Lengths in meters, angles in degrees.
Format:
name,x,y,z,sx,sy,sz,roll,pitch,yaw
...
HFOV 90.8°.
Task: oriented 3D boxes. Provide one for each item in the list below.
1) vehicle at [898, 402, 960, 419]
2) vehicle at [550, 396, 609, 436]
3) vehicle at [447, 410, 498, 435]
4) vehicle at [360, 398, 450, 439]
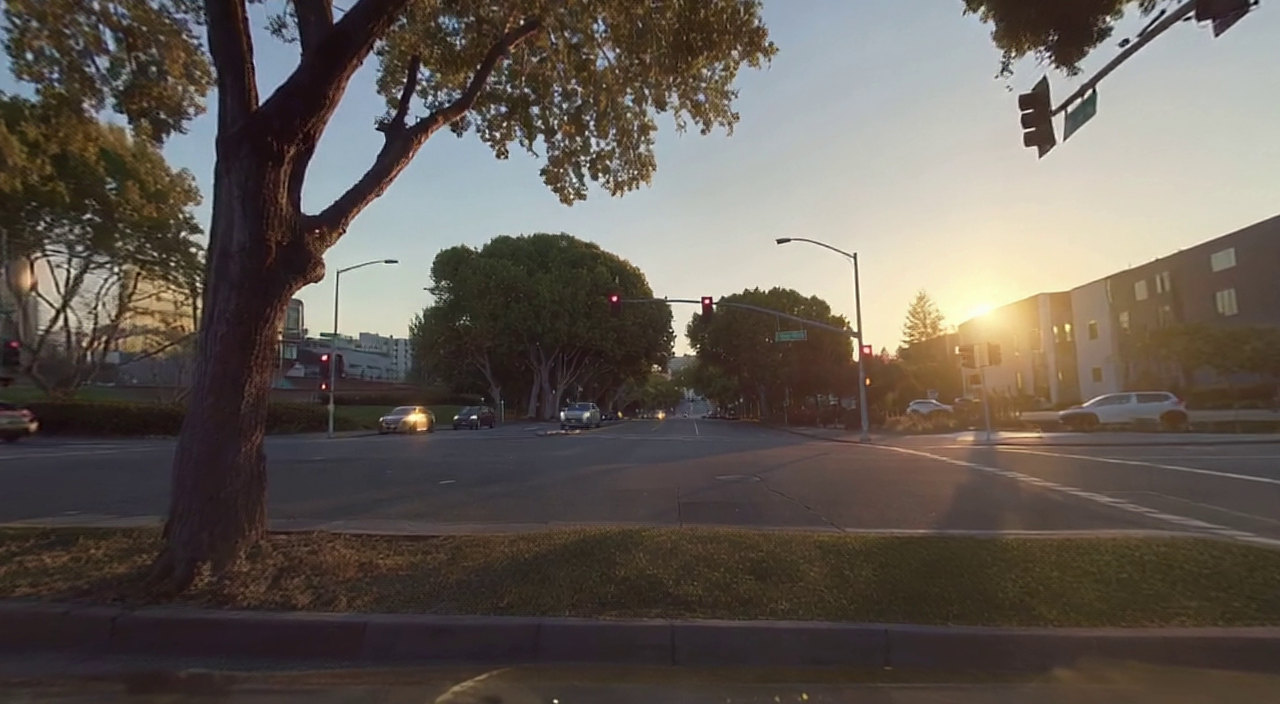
name,x,y,z,sx,sy,sz,roll,pitch,yaw
vehicle,22.349,4.524,48.948,3.933,1.219,1.700,0,-9,4
vehicle,-3.178,3.592,34.583,2.306,1.907,5.382,-1,-9,5
vehicle,-10.986,4.718,41.836,1.899,1.510,4.294,-1,-9,4
vehicle,-12.276,3.596,33.424,2.340,1.902,4.920,-1,-9,8
